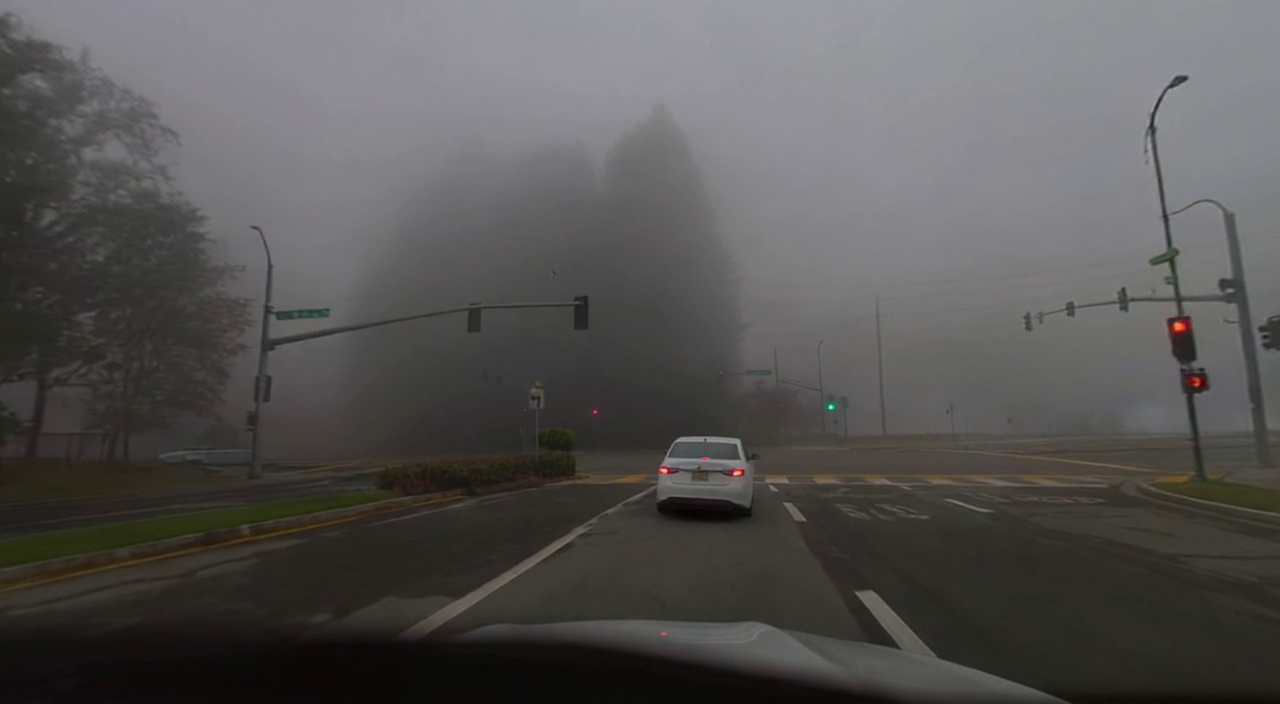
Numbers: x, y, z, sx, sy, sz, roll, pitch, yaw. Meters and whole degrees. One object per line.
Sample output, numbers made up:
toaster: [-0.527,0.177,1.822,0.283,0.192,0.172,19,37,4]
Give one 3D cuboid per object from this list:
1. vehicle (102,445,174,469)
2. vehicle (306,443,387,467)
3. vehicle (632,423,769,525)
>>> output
vehicle: [-37.414,7.811,46.779,4.612,1.673,1.972,-3,-9,20]
vehicle: [-18.933,6.614,40.531,4.735,1.472,1.932,-3,-9,21]
vehicle: [1.251,2.261,12.291,2.139,1.564,4.901,-1,-8,8]
